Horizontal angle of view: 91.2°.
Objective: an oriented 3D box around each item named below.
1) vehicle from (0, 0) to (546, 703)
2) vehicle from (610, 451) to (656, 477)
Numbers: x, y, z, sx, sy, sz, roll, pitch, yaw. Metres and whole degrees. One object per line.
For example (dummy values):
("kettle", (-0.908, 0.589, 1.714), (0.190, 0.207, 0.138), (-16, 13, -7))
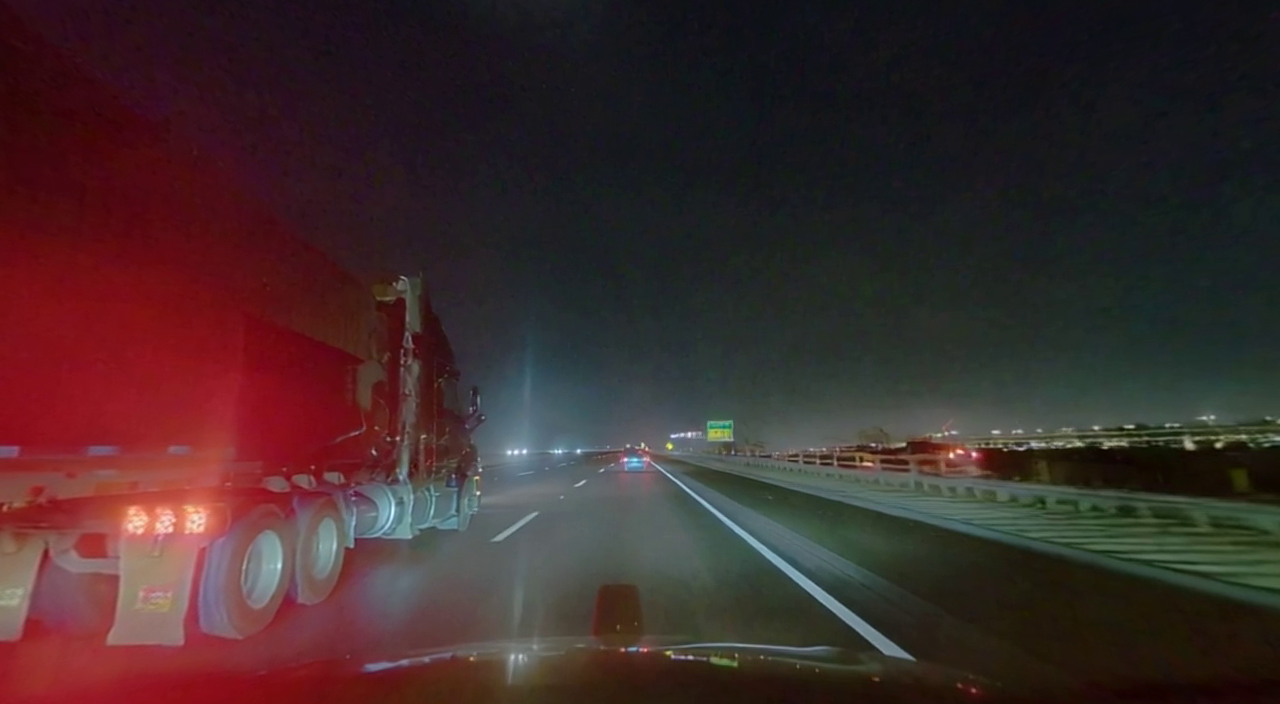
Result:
("vehicle", (-3.966, 0.947, 10.219), (2.914, 4.039, 14.493), (0, -9, -1))
("vehicle", (-0.370, 6.318, 35.698), (2.398, 1.336, 5.698), (0, -9, 0))
